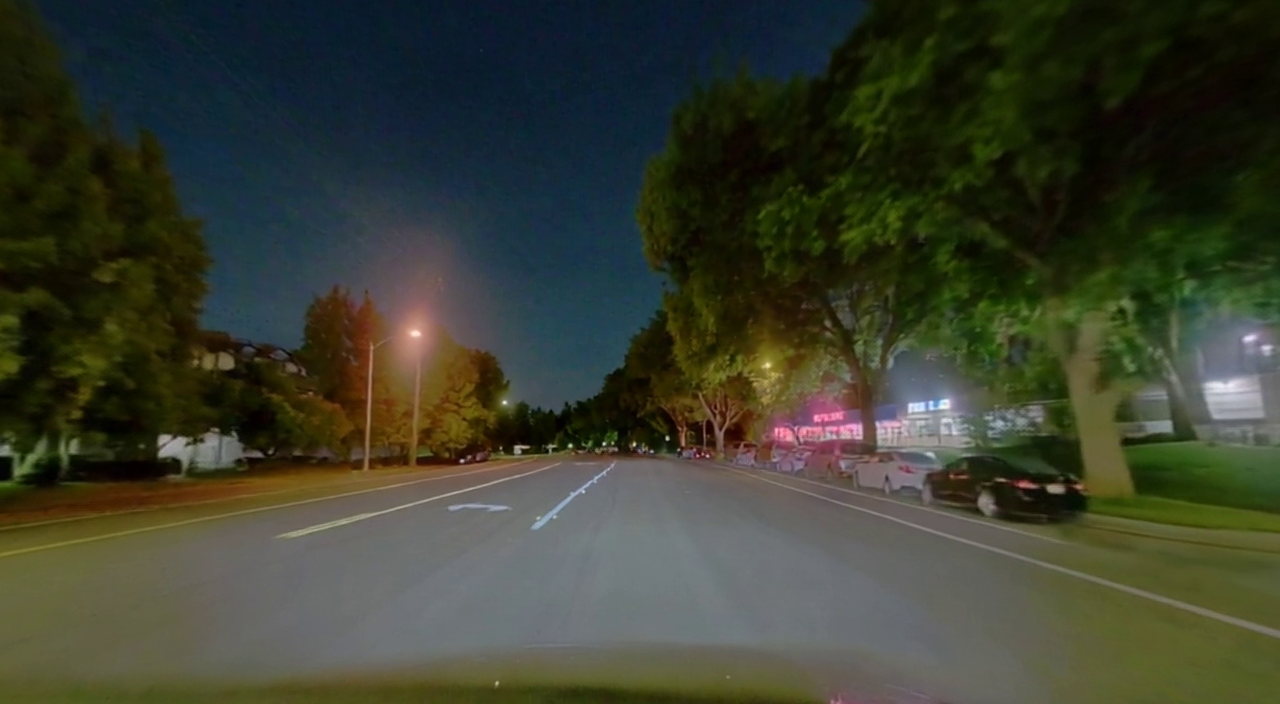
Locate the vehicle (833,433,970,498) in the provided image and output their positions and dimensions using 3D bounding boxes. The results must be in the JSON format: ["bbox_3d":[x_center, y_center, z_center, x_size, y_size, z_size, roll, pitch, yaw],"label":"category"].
[{"bbox_3d":[7.519,3.308,18.735,2.205,1.658,4.404,0,-9,1],"label":"vehicle"}]

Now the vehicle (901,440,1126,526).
[{"bbox_3d":[7.429,2.620,13.229,2.057,1.478,4.356,0,-9,1],"label":"vehicle"}]
